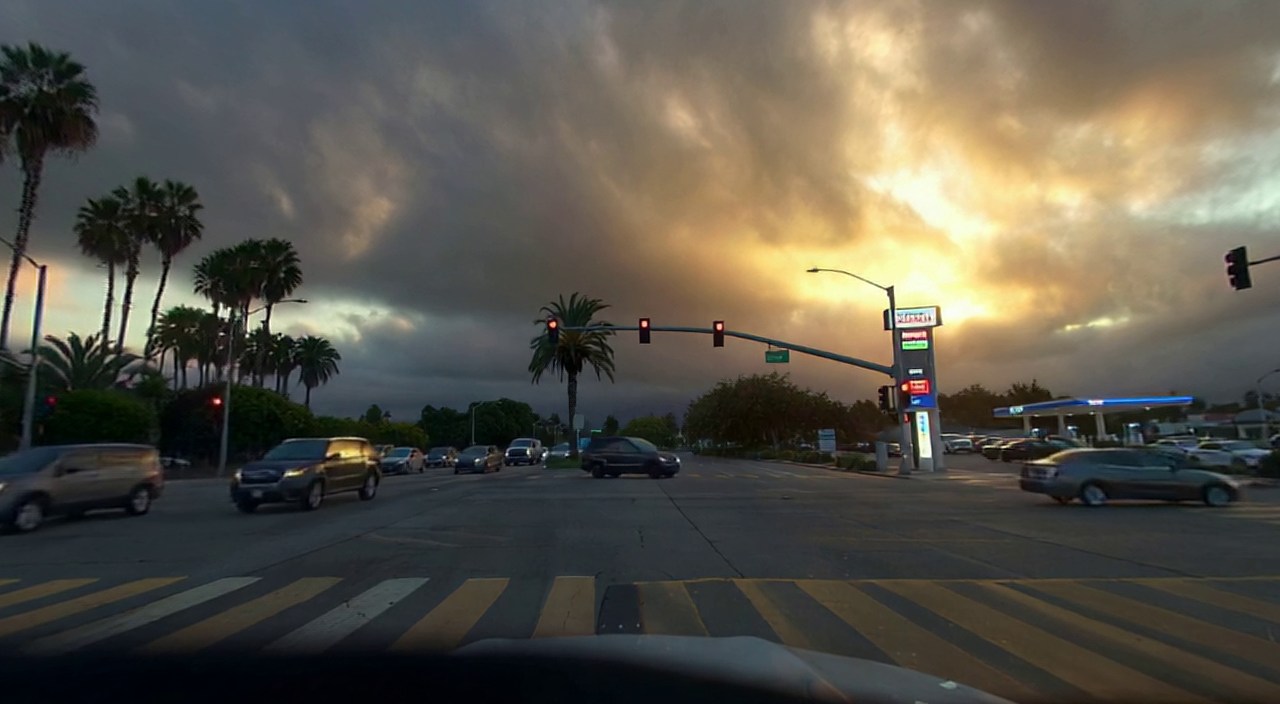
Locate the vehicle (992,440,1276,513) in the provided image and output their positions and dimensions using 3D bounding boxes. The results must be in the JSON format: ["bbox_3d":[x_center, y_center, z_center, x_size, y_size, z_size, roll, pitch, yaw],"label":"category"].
[{"bbox_3d":[10.833,2.743,14.236,4.579,1.464,1.983,-1,-9,6],"label":"vehicle"}]

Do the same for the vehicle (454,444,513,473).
[{"bbox_3d":[-8.733,5.981,35.686,2.034,1.510,4.647,0,-9,1],"label":"vehicle"}]

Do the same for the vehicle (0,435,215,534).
[{"bbox_3d":[-11.802,2.694,13.533,1.973,1.712,4.872,0,-9,0],"label":"vehicle"}]

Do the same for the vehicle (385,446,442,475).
[{"bbox_3d":[-11.944,5.734,33.530,1.633,1.460,3.540,0,-9,0],"label":"vehicle"}]

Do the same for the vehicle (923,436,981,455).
[{"bbox_3d":[22.542,6.765,45.661,3.356,1.395,1.559,0,-9,-1],"label":"vehicle"}]

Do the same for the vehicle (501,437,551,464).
[{"bbox_3d":[-8.641,7.569,48.581,2.609,1.865,5.875,0,-9,1],"label":"vehicle"}]

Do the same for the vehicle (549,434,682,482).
[{"bbox_3d":[-1.005,4.095,24.657,4.892,1.719,1.929,-5,-10,31],"label":"vehicle"}]

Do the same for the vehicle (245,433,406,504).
[{"bbox_3d":[-8.440,3.151,17.557,2.124,1.701,4.551,0,-9,0],"label":"vehicle"}]
